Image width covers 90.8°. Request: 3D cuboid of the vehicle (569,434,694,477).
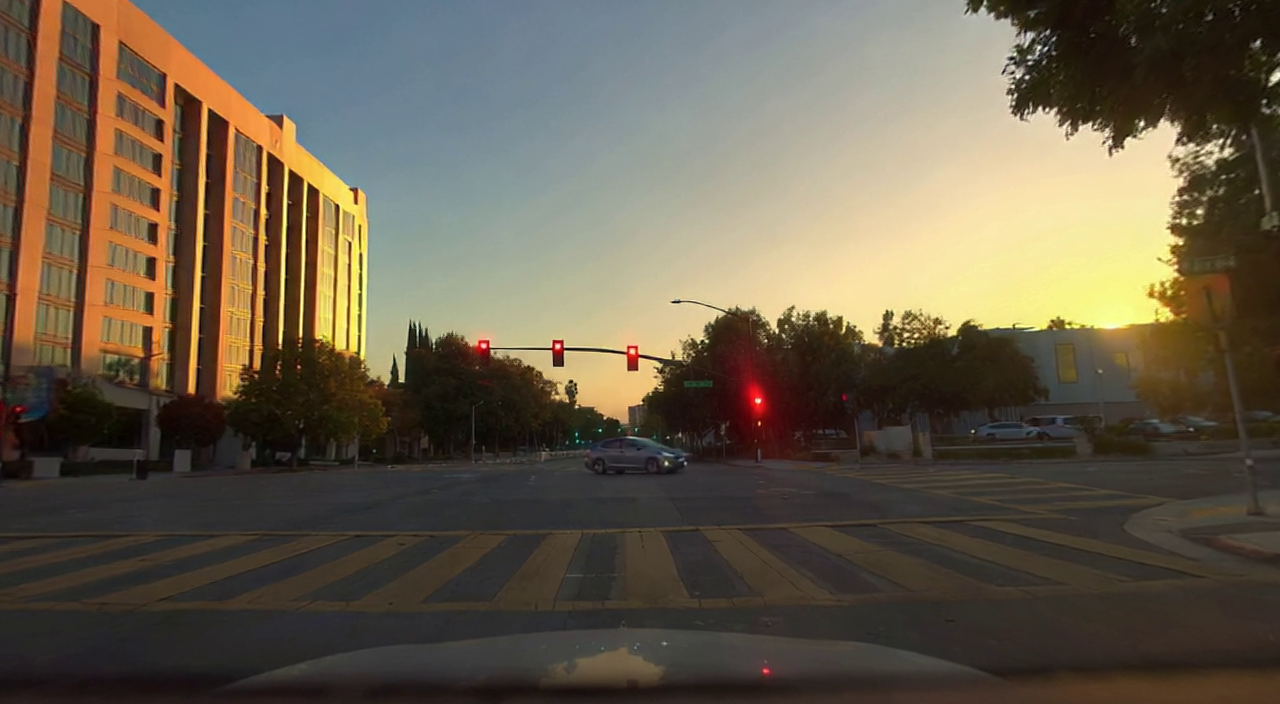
[{"bbox_3d":[-0.414,4.697,28.898,5.357,1.814,2.141,-5,-10,29],"label":"vehicle"}]
